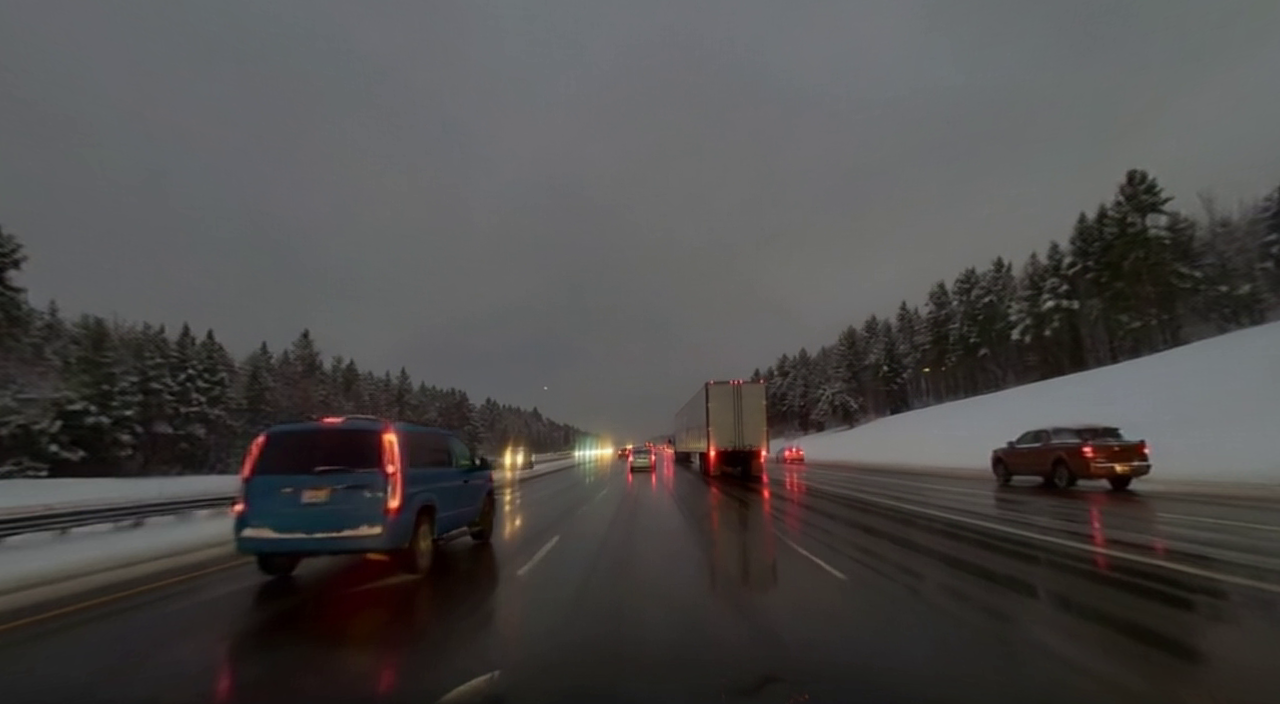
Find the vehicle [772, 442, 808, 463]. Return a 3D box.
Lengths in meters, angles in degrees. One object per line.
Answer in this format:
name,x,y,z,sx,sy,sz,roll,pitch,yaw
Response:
vehicle,11.600,7.821,48.991,1.876,1.552,3.640,0,-9,0

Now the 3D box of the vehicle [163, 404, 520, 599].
vehicle,-3.151,1.705,8.069,2.237,1.745,4.575,0,-9,1

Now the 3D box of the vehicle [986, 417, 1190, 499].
vehicle,11.235,2.699,16.331,2.041,1.824,4.376,0,-9,0

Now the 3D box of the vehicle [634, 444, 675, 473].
vehicle,0.713,5.780,34.359,2.063,1.469,4.208,0,-9,-1

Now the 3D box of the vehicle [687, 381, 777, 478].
vehicle,4.362,4.206,33.041,2.821,4.077,12.562,0,-9,0
